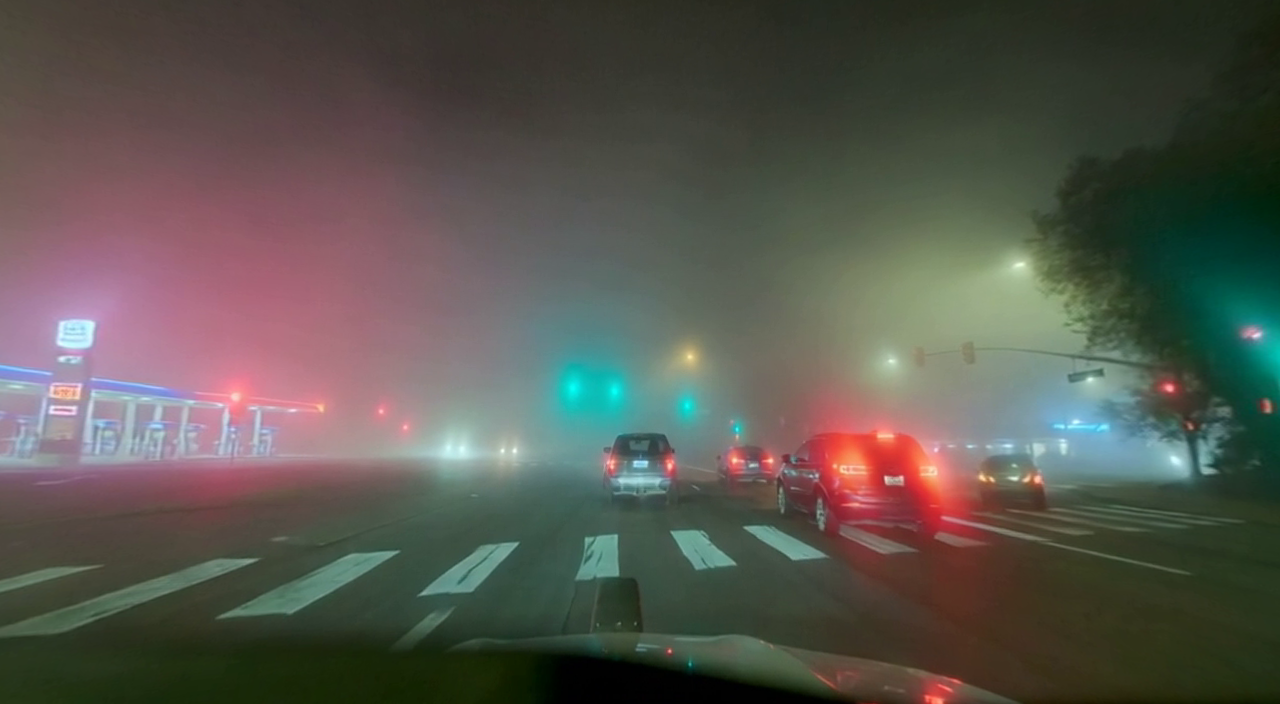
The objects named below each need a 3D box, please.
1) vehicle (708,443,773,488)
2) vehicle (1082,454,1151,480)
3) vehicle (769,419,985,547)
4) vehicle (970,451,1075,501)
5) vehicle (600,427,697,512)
[{"bbox_3d":[3.786,4.313,24.297,1.800,1.592,3.658,0,-8,-2],"label":"vehicle"},{"bbox_3d":[31.054,7.421,40.969,4.636,1.542,2.096,6,-10,-34],"label":"vehicle"},{"bbox_3d":[3.730,2.131,10.903,2.000,1.745,4.206,0,-8,-1],"label":"vehicle"},{"bbox_3d":[13.212,4.262,22.088,2.057,1.473,4.462,-3,-9,17],"label":"vehicle"},{"bbox_3d":[0.157,2.801,15.481,2.051,1.798,4.168,0,-8,-1],"label":"vehicle"}]
